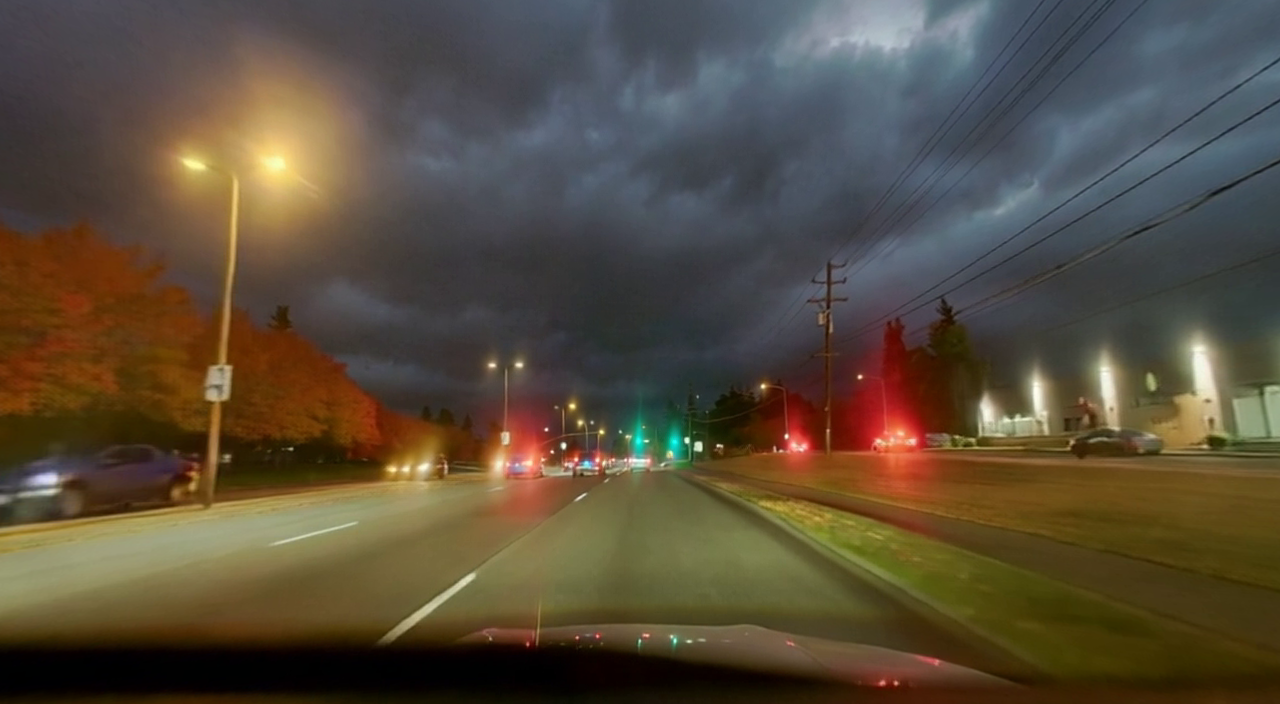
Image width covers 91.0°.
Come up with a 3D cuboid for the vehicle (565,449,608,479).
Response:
[{"bbox_3d":[-3.202,6.760,38.331,2.085,1.663,4.513,0,-8,2],"label":"vehicle"}]

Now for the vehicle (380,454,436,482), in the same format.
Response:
[{"bbox_3d":[-13.951,6.967,38.097,1.909,1.502,4.355,1,-8,-3],"label":"vehicle"}]

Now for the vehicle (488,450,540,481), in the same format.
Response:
[{"bbox_3d":[-7.005,6.346,35.528,1.932,1.596,4.247,0,-8,2],"label":"vehicle"}]

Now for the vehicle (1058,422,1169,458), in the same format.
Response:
[{"bbox_3d":[22.094,4.147,29.670,1.884,1.532,4.745,0,-8,5],"label":"vehicle"}]

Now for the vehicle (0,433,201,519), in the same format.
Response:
[{"bbox_3d":[-15.590,3.308,17.646,2.276,1.956,5.850,0,-8,1],"label":"vehicle"}]
